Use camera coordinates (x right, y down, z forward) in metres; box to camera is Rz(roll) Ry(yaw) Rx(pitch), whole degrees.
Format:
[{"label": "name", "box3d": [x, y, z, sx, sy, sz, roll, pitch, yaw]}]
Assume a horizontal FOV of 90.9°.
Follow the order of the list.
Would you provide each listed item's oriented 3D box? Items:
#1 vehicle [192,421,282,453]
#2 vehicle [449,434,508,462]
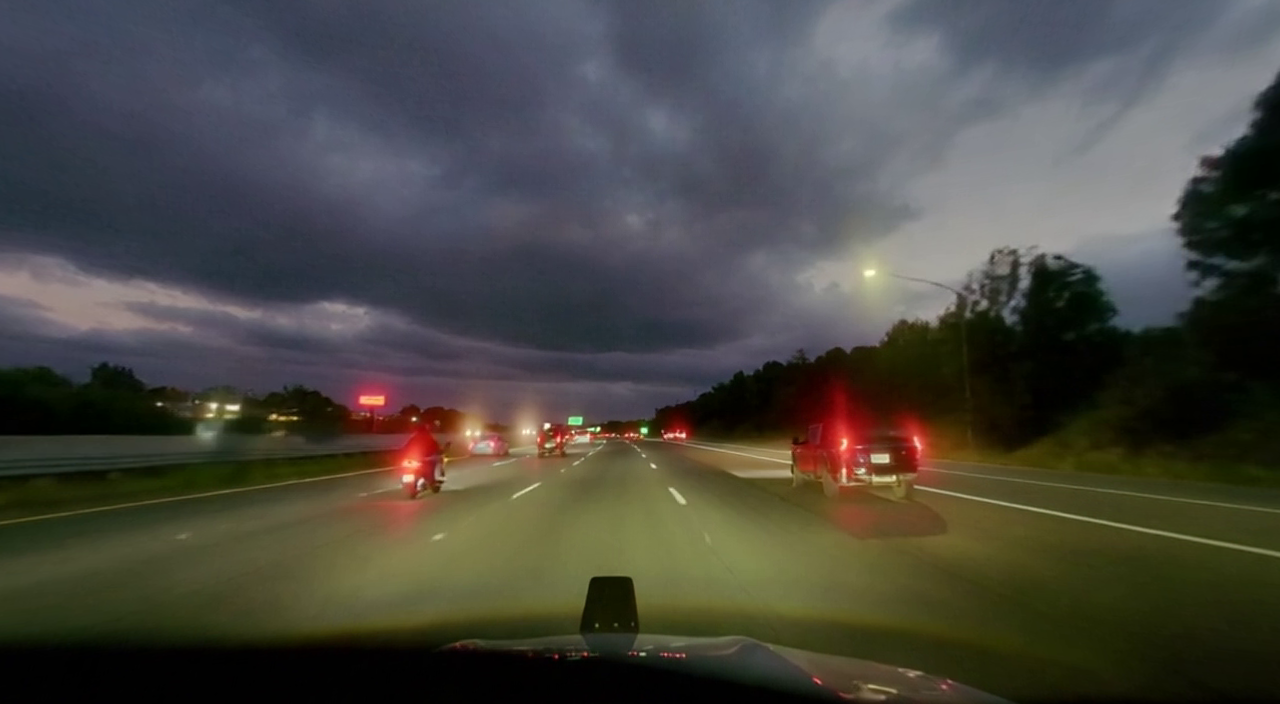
[{"label": "vehicle", "box3d": [-20.955, 4.439, 32.973, 1.896, 1.529, 4.323, 0, -8, -1]}, {"label": "vehicle", "box3d": [-8.787, 5.218, 34.616, 2.053, 1.409, 4.704, 0, -8, -1]}]
